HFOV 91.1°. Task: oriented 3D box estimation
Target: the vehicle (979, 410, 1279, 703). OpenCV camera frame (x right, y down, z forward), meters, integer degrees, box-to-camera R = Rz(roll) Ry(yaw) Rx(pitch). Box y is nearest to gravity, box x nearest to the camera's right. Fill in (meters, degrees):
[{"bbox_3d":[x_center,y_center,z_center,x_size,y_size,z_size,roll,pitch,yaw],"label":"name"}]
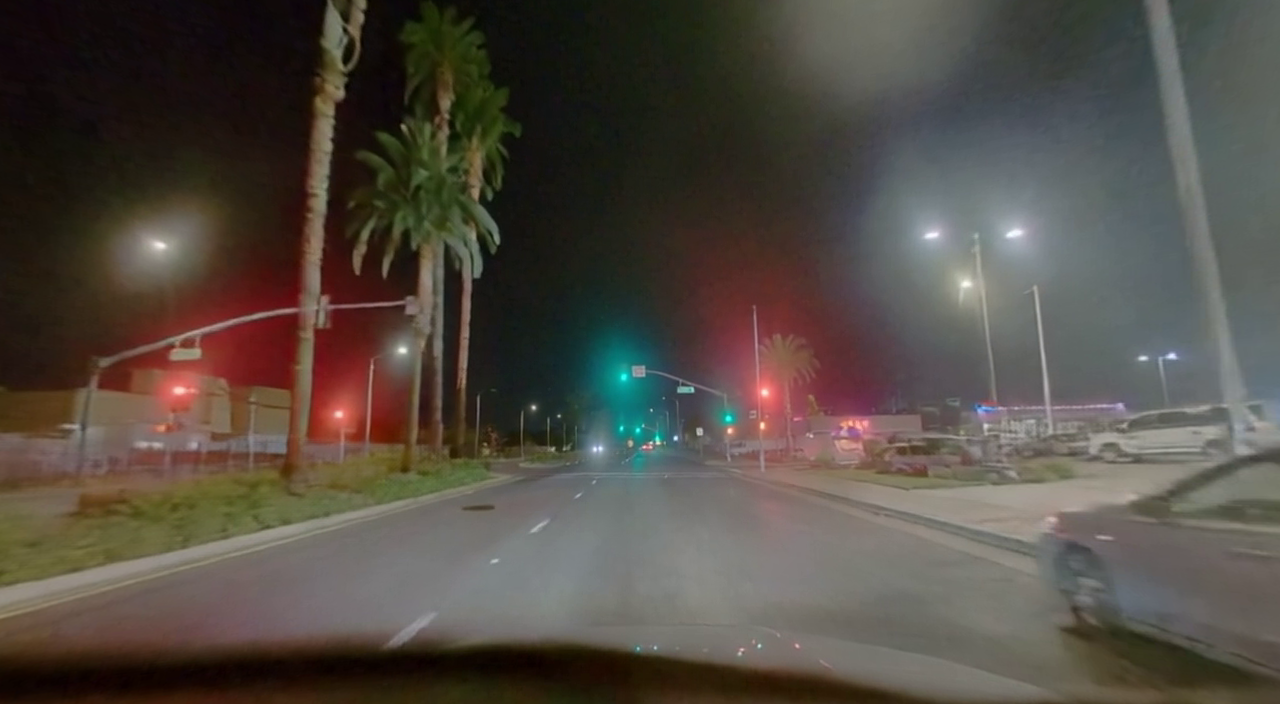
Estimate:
[{"bbox_3d":[4.023,1.040,2.986,2.047,1.491,4.634,1,-7,-3],"label":"vehicle"}]
